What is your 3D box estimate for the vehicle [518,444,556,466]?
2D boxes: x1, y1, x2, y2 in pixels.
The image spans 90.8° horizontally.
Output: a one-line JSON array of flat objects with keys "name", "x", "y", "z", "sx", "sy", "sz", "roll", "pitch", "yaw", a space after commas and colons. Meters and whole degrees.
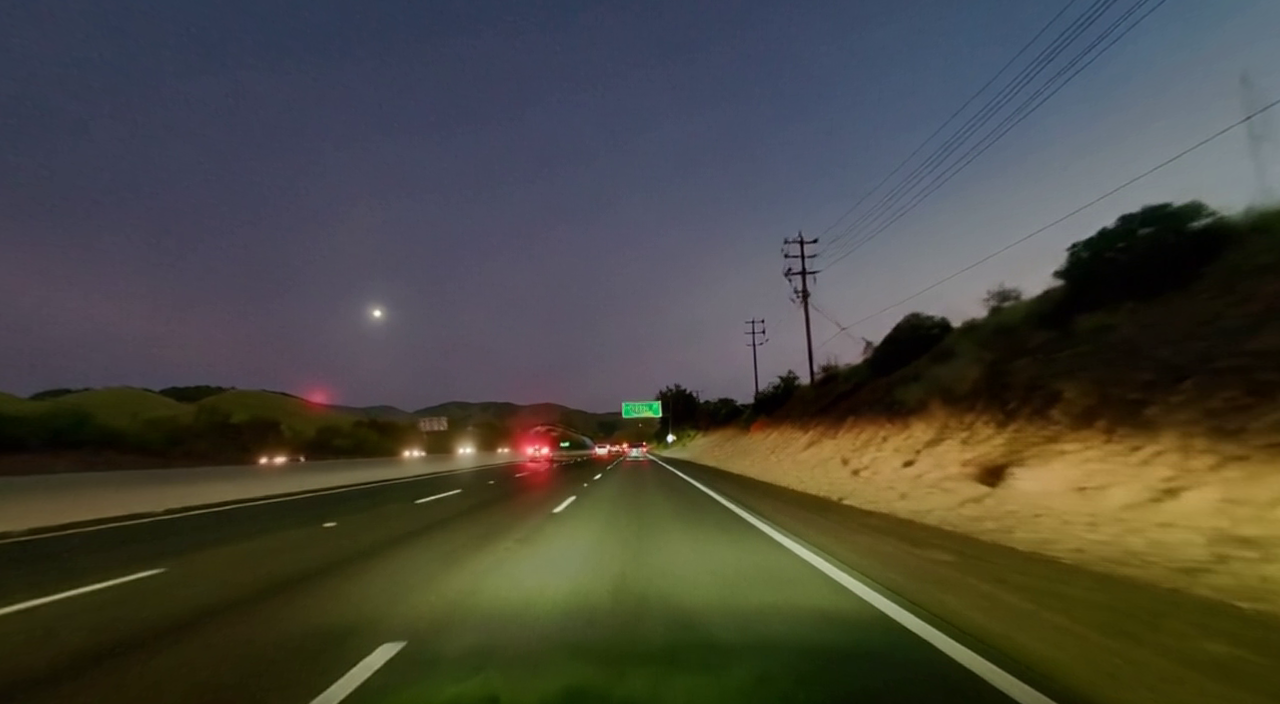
[{"name": "vehicle", "x": -7.508, "y": 7.537, "z": 46.400, "sx": 2.077, "sy": 1.511, "sz": 4.323, "roll": 0, "pitch": -8, "yaw": 0}]

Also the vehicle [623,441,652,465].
[{"name": "vehicle", "x": -0.175, "y": 7.588, "z": 47.758, "sx": 2.063, "sy": 1.715, "sz": 4.299, "roll": 0, "pitch": -8, "yaw": 0}]
